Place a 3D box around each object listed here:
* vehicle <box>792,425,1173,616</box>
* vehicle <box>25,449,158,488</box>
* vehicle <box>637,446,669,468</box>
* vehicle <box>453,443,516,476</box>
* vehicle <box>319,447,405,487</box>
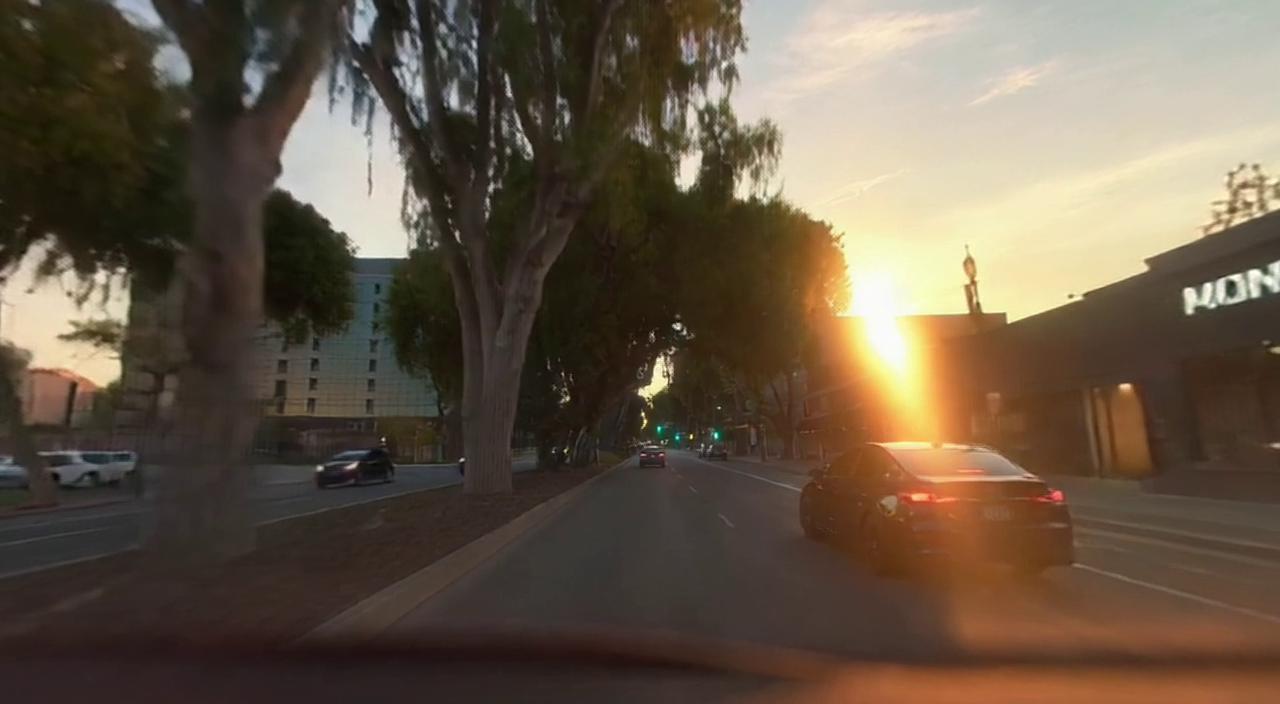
[{"bbox_3d":[3.217,1.639,7.089,1.989,1.498,4.050,0,-8,0],"label":"vehicle"},{"bbox_3d":[-26.549,5.636,30.817,1.913,1.678,5.017,0,-8,1],"label":"vehicle"},{"bbox_3d":[0.800,6.610,39.901,1.945,1.343,3.827,0,-8,0],"label":"vehicle"},{"bbox_3d":[-8.139,5.652,33.441,2.013,1.637,4.479,-1,-8,2],"label":"vehicle"},{"bbox_3d":[-11.912,4.947,27.356,1.869,1.529,4.355,-1,-9,-2],"label":"vehicle"}]
